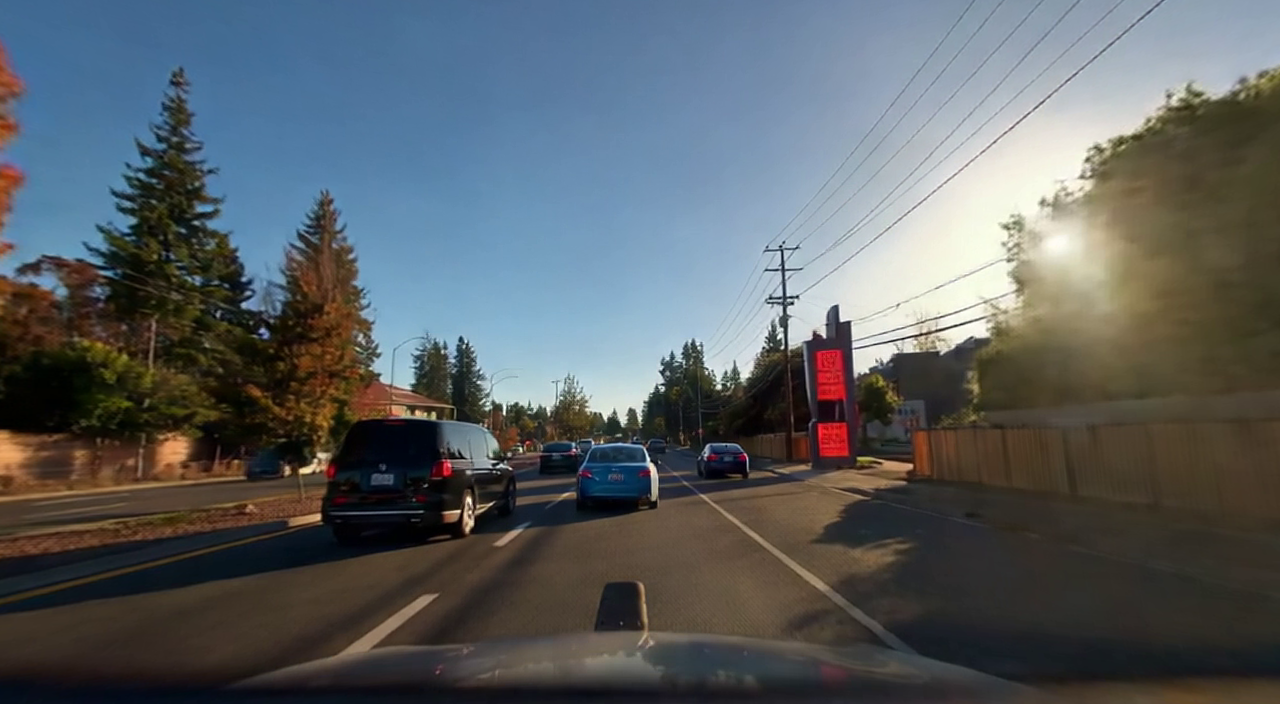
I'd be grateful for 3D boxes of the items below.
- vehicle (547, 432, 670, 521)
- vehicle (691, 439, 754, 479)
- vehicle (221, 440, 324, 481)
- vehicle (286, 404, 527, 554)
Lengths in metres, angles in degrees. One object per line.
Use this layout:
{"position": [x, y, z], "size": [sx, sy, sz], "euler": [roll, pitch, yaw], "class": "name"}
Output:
{"position": [-0.547, 2.427, 12.776], "size": [2.097, 1.511, 3.809], "euler": [0, -9, 0], "class": "vehicle"}
{"position": [3.249, 4.321, 25.802], "size": [1.878, 1.479, 4.461], "euler": [0, -9, -1], "class": "vehicle"}
{"position": [-17.208, 5.085, 29.897], "size": [2.029, 1.790, 4.668], "euler": [0, -9, 0], "class": "vehicle"}
{"position": [-3.321, 1.925, 10.259], "size": [2.092, 1.839, 4.736], "euler": [0, -9, 0], "class": "vehicle"}
